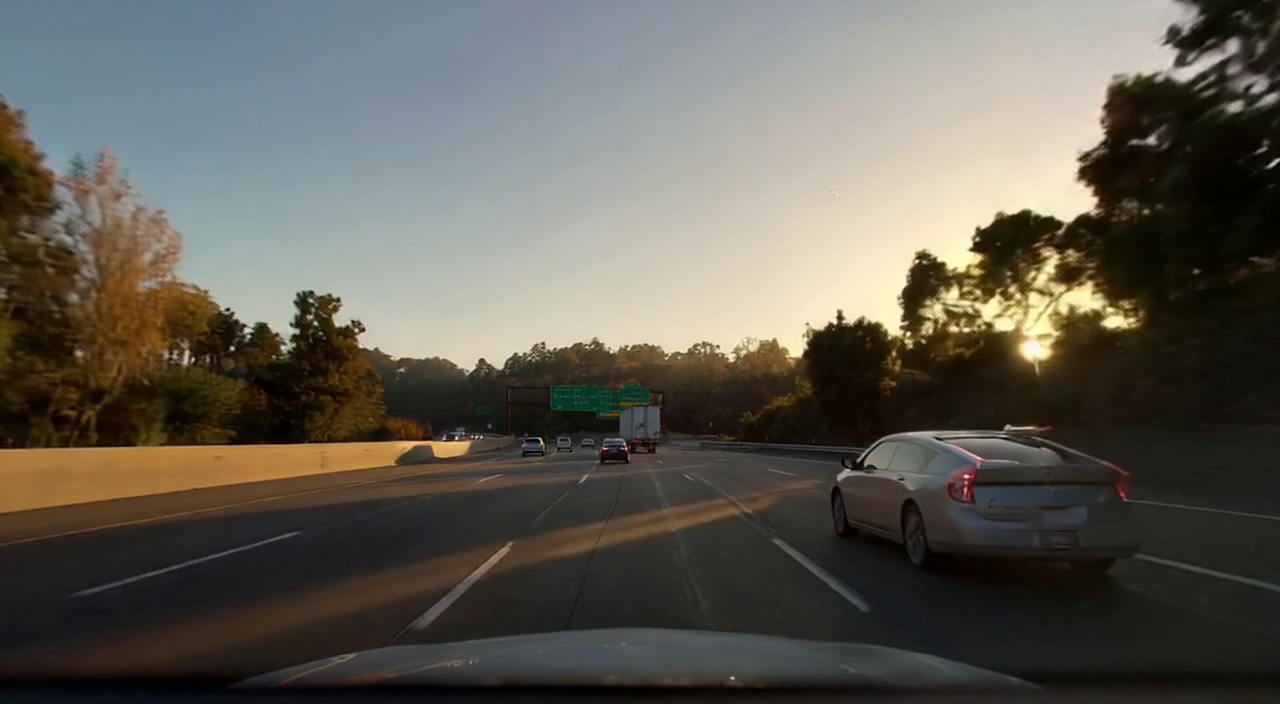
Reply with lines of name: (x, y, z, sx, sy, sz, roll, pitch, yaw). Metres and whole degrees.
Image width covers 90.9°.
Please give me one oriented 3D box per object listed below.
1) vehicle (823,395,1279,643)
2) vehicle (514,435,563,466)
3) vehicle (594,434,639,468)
vehicle: (3.411, 1.320, 6.033, 1.971, 1.472, 4.301, -1, -8, -1)
vehicle: (-5.305, 5.186, 33.350, 2.072, 1.512, 4.043, 0, -8, -2)
vehicle: (-1.144, 4.792, 30.655, 2.020, 1.516, 3.951, 0, -8, -2)
